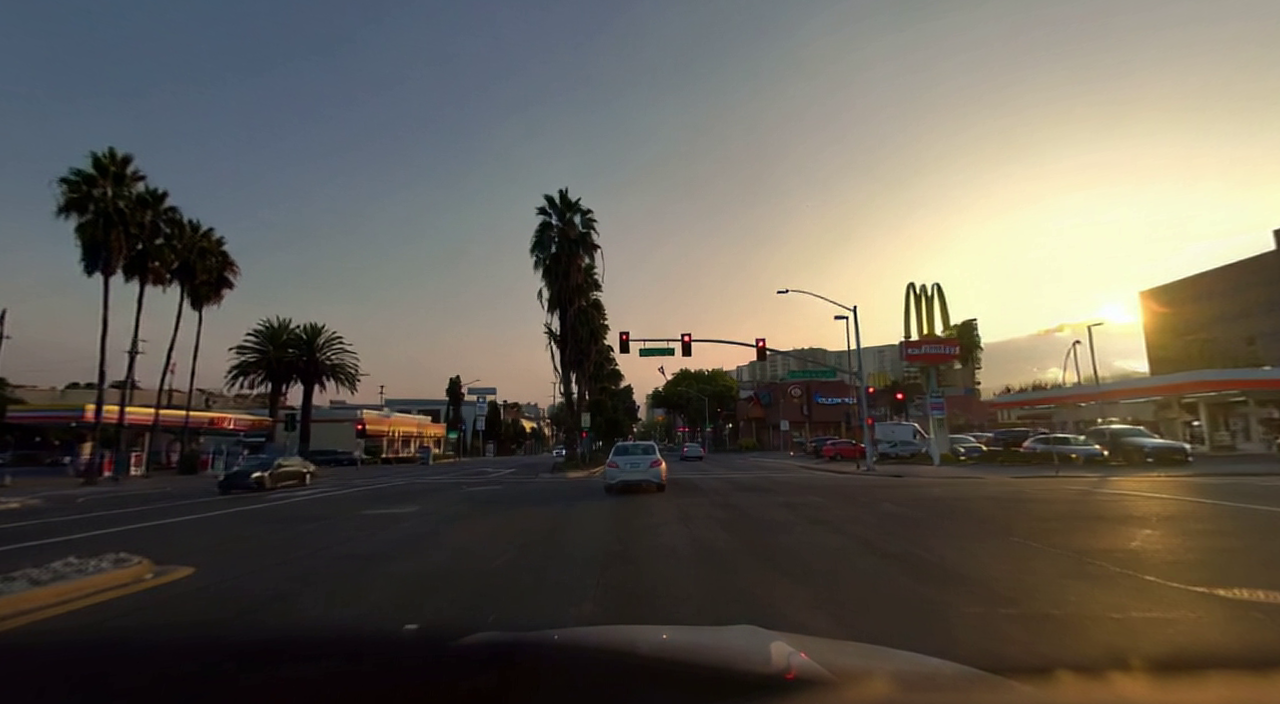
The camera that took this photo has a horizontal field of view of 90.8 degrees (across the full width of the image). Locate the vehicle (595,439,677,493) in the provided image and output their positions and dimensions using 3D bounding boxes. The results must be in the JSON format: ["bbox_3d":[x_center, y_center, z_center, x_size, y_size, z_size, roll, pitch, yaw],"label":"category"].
[{"bbox_3d":[-0.148,3.547,19.989,2.270,1.475,4.571,0,-9,-1],"label":"vehicle"}]

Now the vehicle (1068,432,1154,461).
[{"bbox_3d":[26.288,5.318,35.442,1.923,1.501,3.849,-1,-9,2],"label":"vehicle"}]

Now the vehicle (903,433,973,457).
[{"bbox_3d":[19.497,6.102,41.482,3.833,1.495,1.892,-3,-9,17],"label":"vehicle"}]

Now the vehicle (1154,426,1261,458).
[{"bbox_3d":[31.816,5.082,35.596,1.903,1.630,4.320,0,-9,-1],"label":"vehicle"}]

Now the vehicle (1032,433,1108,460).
[{"bbox_3d":[24.203,5.348,35.714,1.738,1.462,3.609,0,-9,0],"label":"vehicle"}]

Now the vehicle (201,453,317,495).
[{"bbox_3d":[-15.362,4.902,25.805,1.896,1.508,4.659,0,-9,-1],"label":"vehicle"}]

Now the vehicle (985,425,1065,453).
[{"bbox_3d":[24.504,5.577,40.322,3.783,1.560,1.853,-4,-10,11],"label":"vehicle"}]
